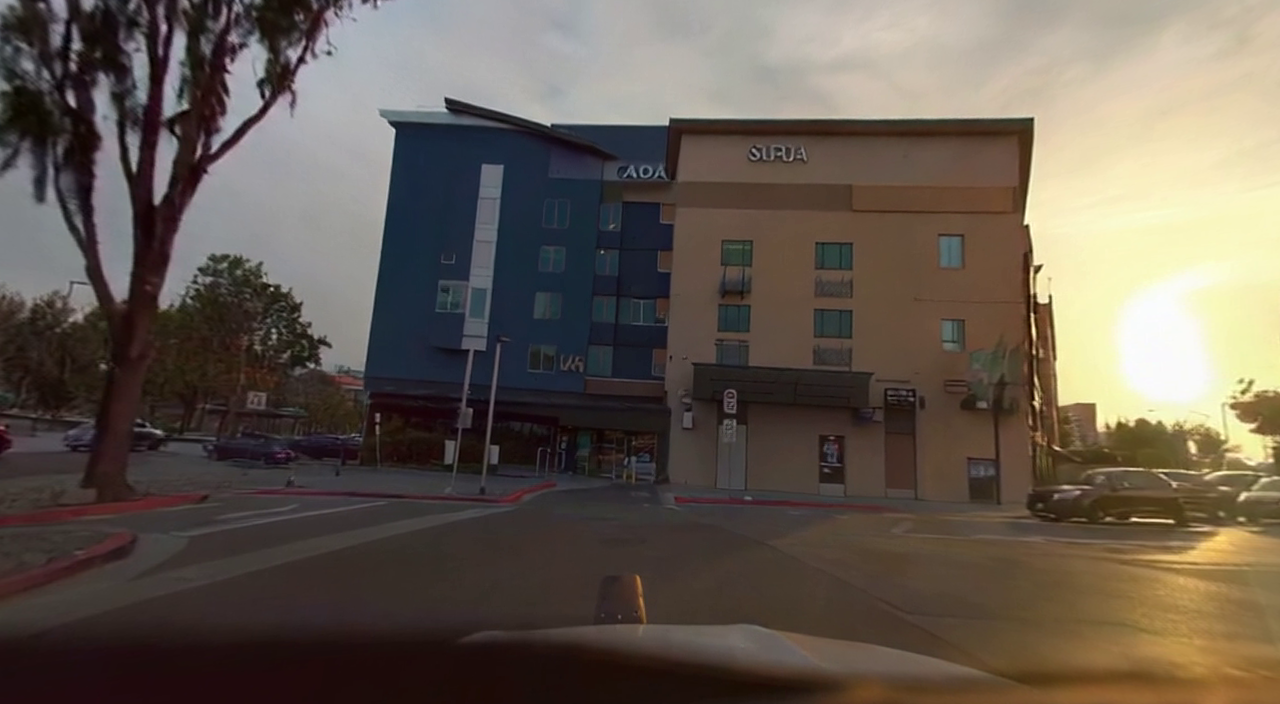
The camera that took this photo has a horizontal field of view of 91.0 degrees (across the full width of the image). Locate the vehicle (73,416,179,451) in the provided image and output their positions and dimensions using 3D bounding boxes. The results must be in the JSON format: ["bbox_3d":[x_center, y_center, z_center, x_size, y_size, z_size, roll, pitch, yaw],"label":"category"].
[{"bbox_3d":[-25.113,4.013,30.935,1.870,1.563,4.039,0,-8,-2],"label":"vehicle"}]
